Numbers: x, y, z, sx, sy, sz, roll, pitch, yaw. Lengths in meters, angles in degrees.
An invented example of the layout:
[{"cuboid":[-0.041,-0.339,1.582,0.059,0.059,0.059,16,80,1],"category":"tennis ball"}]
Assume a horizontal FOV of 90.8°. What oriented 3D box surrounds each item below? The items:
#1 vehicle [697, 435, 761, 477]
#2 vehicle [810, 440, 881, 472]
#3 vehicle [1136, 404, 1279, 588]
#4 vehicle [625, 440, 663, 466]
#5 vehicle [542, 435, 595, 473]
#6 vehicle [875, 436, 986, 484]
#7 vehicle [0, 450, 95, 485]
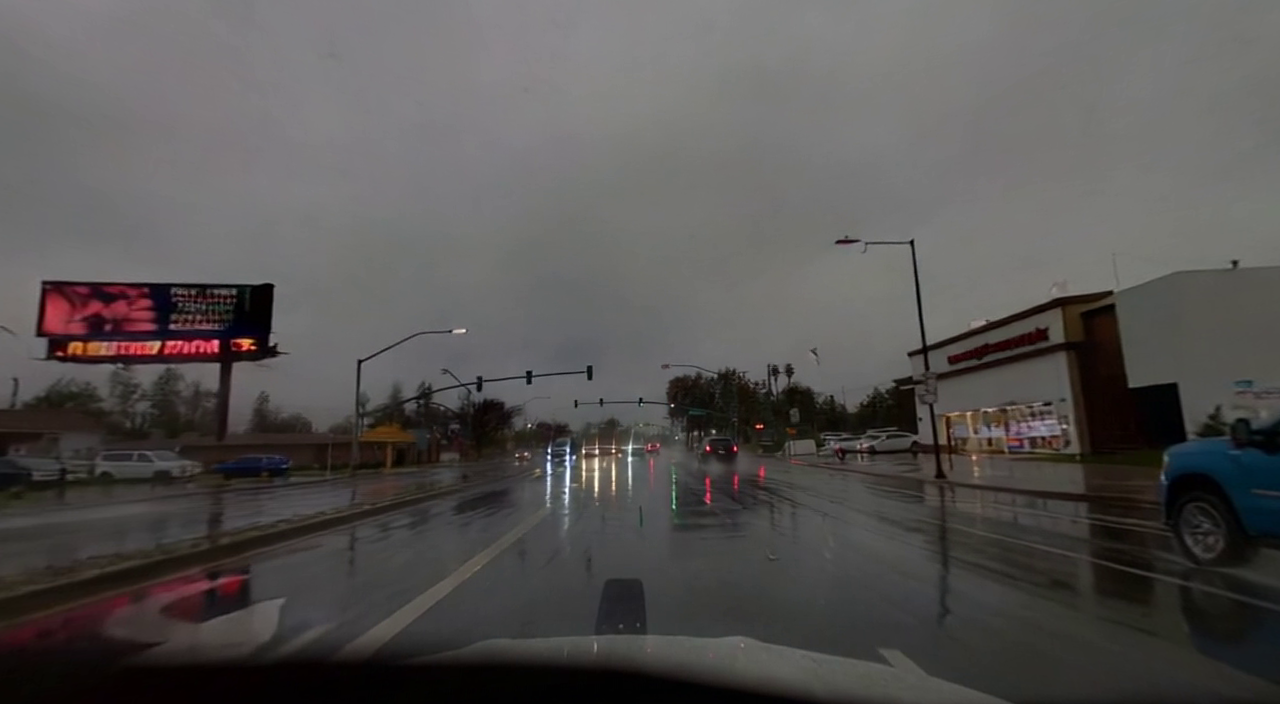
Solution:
[{"cuboid":[3.507,4.222,25.744,1.889,1.541,4.303,0,-9,-2],"category":"vehicle"},{"cuboid":[10.485,5.341,32.655,1.957,1.500,4.816,0,-9,-1],"category":"vehicle"},{"cuboid":[6.710,1.091,4.389,2.140,1.606,5.437,0,-9,0],"category":"vehicle"},{"cuboid":[0.227,6.274,39.384,2.258,1.468,4.076,0,-9,-1],"category":"vehicle"},{"cuboid":[-3.440,5.043,31.364,2.117,1.751,4.478,0,-9,0],"category":"vehicle"},{"cuboid":[10.518,3.950,23.314,1.965,1.573,4.308,0,-9,-1],"category":"vehicle"},{"cuboid":[-35.675,6.735,37.054,5.329,1.893,2.122,8,-12,-42],"category":"vehicle"}]
